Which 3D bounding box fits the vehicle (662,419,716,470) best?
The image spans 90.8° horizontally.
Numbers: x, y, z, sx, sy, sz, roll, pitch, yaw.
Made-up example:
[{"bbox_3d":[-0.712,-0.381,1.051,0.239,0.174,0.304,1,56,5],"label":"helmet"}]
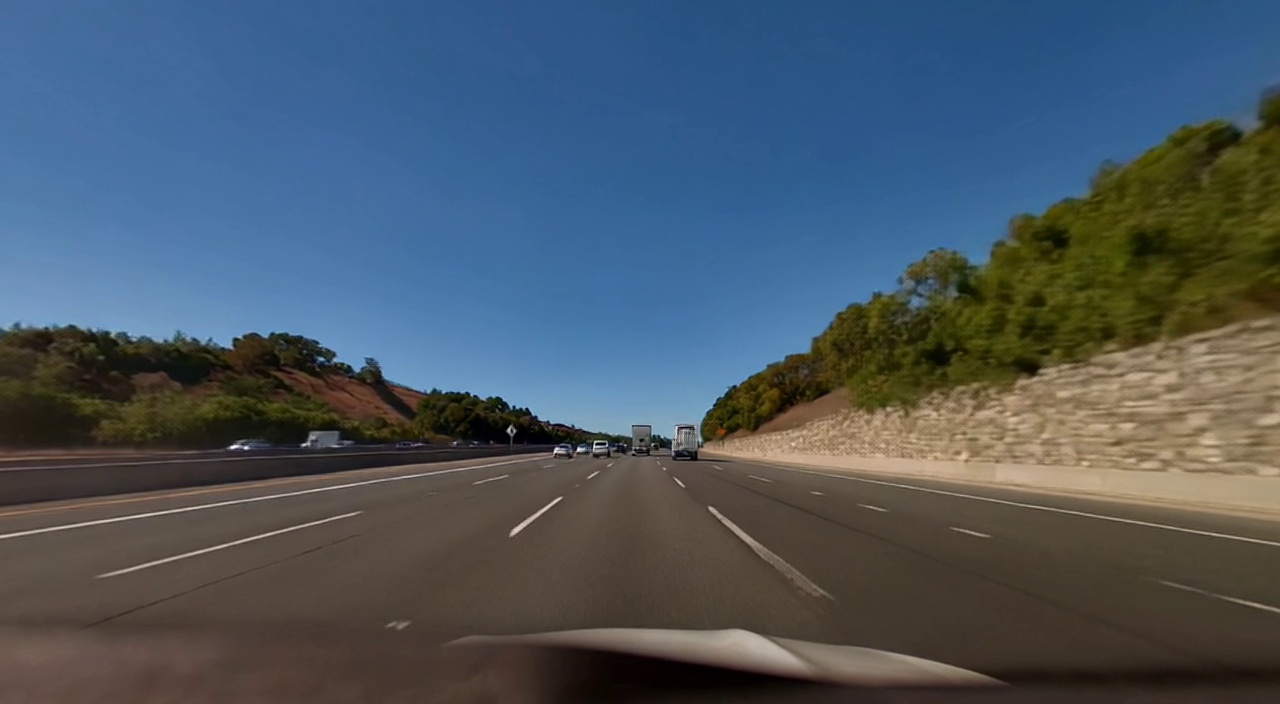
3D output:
[{"bbox_3d":[3.258,6.481,44.088,2.795,3.187,7.205,0,-9,-3],"label":"vehicle"}]
